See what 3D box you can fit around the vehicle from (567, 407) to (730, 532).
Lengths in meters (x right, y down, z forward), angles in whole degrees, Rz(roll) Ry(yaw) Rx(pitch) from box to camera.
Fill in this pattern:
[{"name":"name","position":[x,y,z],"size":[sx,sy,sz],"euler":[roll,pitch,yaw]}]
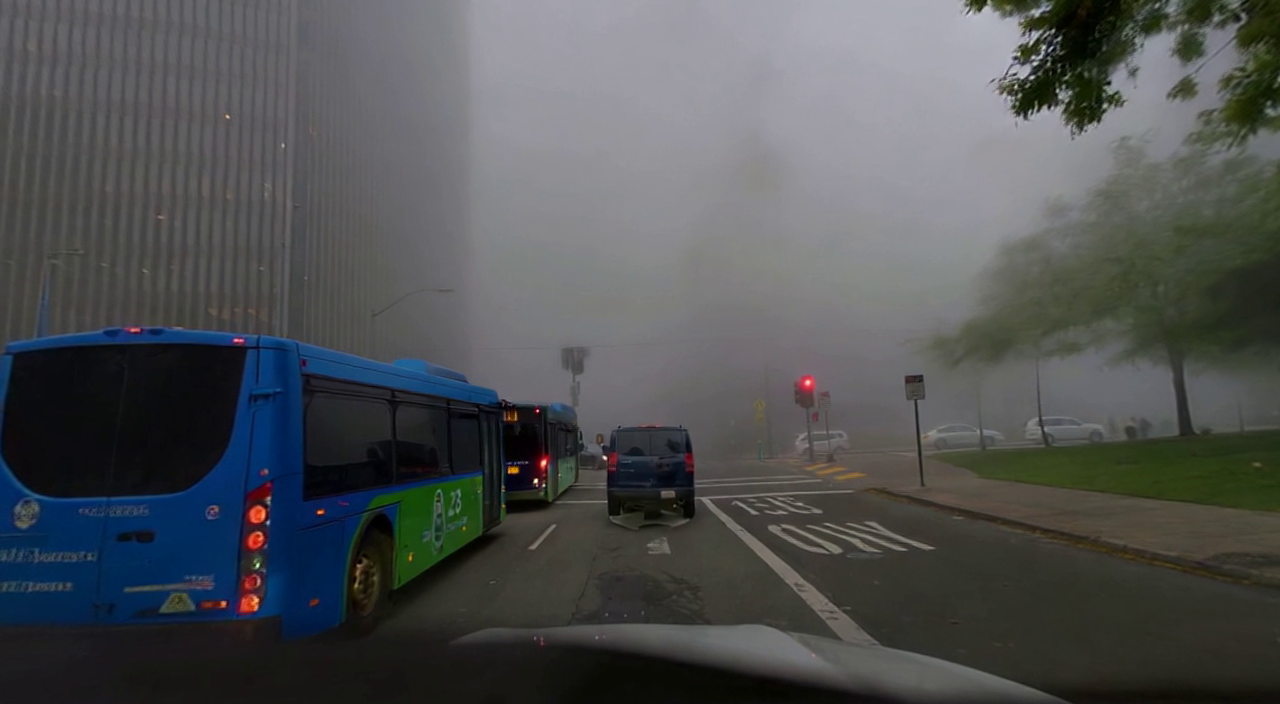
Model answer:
[{"name":"vehicle","position":[0.136,2.136,11.913],"size":[2.500,1.912,4.270],"euler":[0,-9,0]}]

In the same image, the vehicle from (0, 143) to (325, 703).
[{"name":"vehicle","position":[-2.755,0.337,0.216],"size":[2.329,2.089,5.659],"euler":[0,-9,0]}]

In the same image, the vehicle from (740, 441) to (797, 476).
[{"name":"vehicle","position":[6.124,5.101,30.475],"size":[1.919,1.529,4.059],"euler":[0,-9,0]}]

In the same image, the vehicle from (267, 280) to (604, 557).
[{"name":"vehicle","position":[-2.891,1.802,14.634],"size":[3.042,3.445,13.615],"euler":[0,-9,1]}]
